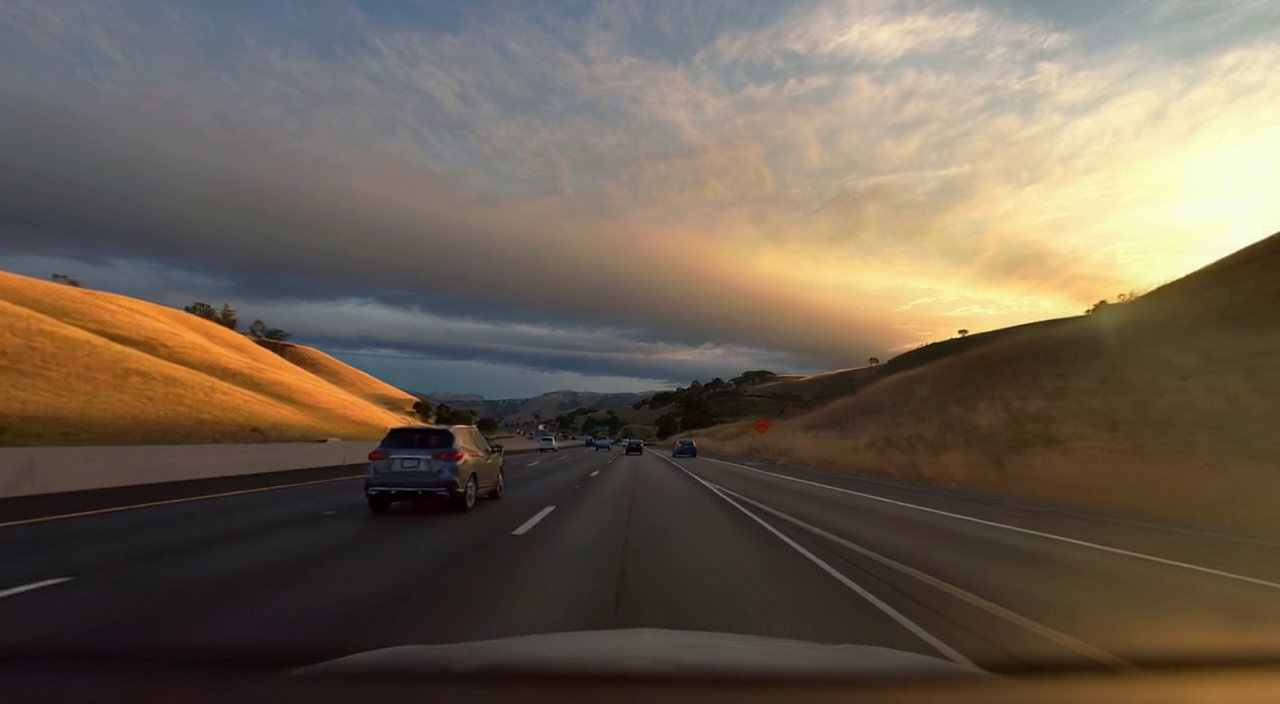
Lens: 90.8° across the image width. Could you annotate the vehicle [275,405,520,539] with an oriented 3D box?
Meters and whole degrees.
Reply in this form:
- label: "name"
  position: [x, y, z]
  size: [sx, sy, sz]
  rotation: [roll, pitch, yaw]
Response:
- label: "vehicle"
  position: [-3.552, 1.871, 10.466]
  size: [2.166, 1.700, 4.661]
  rotation: [0, -8, 1]
